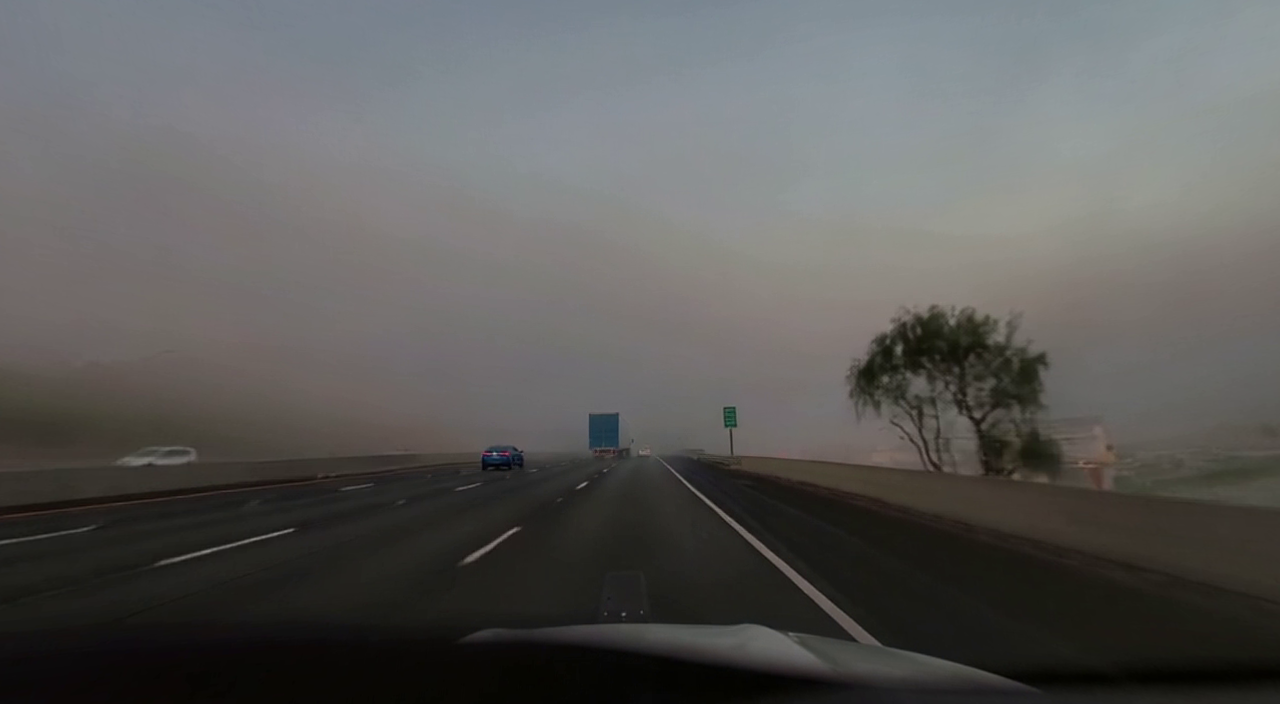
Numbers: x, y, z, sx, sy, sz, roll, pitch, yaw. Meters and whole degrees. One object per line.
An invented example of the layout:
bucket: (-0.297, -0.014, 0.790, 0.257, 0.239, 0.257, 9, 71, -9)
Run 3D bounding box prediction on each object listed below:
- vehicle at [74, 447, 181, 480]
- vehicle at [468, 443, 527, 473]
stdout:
vehicle: (-29.026, 6.301, 35.792, 2.059, 1.718, 4.643, 0, -8, 1)
vehicle: (-7.411, 5.546, 33.182, 1.901, 1.467, 4.629, 0, -8, 2)
